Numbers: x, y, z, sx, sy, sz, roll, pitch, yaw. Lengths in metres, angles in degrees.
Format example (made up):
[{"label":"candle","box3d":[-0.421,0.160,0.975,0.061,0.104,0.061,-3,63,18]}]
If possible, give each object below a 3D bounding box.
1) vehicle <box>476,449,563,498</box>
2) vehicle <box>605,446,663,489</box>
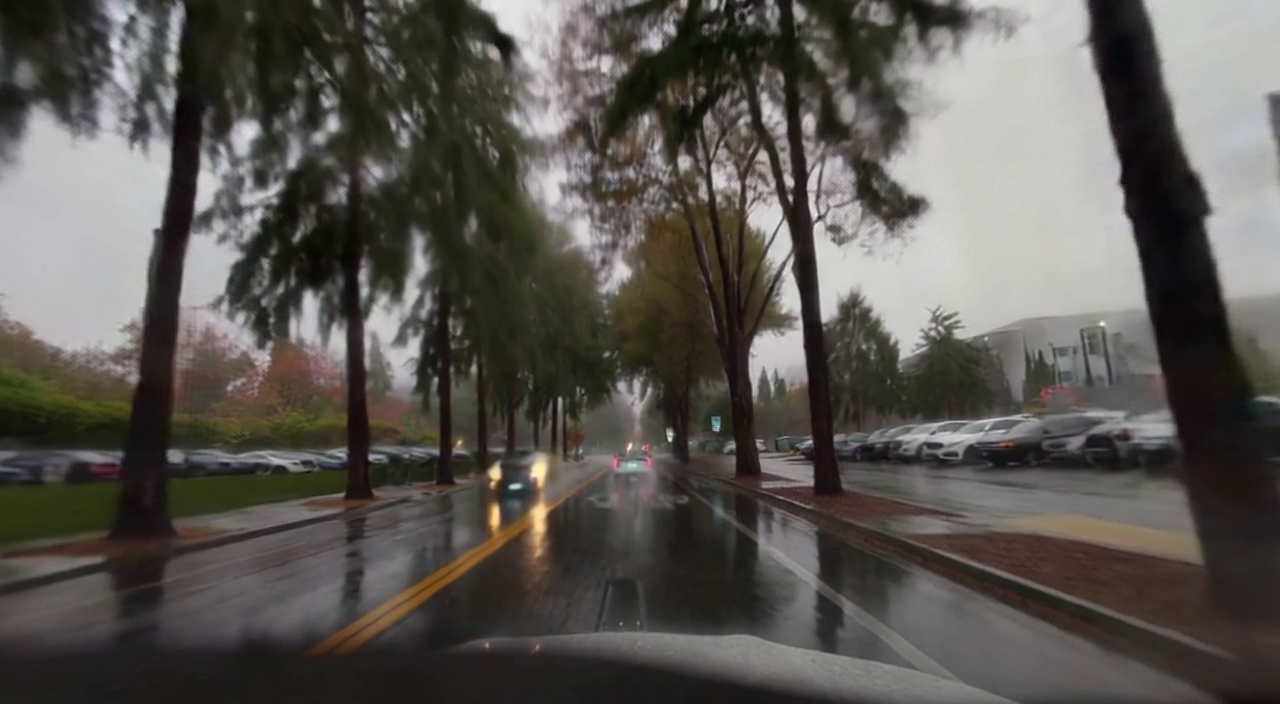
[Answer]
[{"label":"vehicle","box3d":[-3.975,4.073,21.696,2.028,1.464,4.602,-1,-9,1]},{"label":"vehicle","box3d":[-0.255,4.670,25.903,2.152,1.574,4.223,-1,-9,-1]}]
